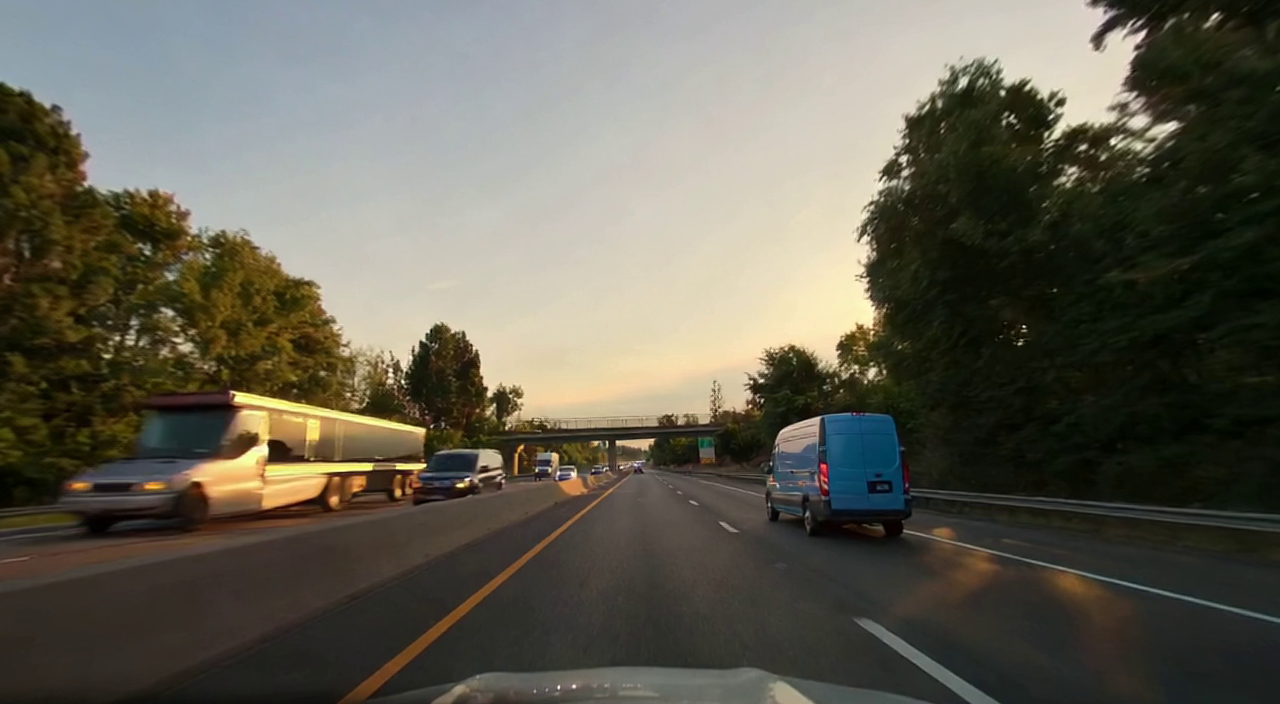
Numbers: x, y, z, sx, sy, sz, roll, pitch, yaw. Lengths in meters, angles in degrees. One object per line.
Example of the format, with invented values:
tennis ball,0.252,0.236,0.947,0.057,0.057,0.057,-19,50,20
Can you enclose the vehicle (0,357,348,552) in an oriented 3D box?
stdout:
vehicle,-11.583,2.807,16.931,2.976,3.797,8.999,1,-10,0

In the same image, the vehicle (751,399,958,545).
vehicle,4.455,2.769,14.750,2.372,2.581,6.763,1,-10,-1

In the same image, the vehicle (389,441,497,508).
vehicle,-7.373,4.711,24.356,2.219,2.233,5.797,1,-10,0
